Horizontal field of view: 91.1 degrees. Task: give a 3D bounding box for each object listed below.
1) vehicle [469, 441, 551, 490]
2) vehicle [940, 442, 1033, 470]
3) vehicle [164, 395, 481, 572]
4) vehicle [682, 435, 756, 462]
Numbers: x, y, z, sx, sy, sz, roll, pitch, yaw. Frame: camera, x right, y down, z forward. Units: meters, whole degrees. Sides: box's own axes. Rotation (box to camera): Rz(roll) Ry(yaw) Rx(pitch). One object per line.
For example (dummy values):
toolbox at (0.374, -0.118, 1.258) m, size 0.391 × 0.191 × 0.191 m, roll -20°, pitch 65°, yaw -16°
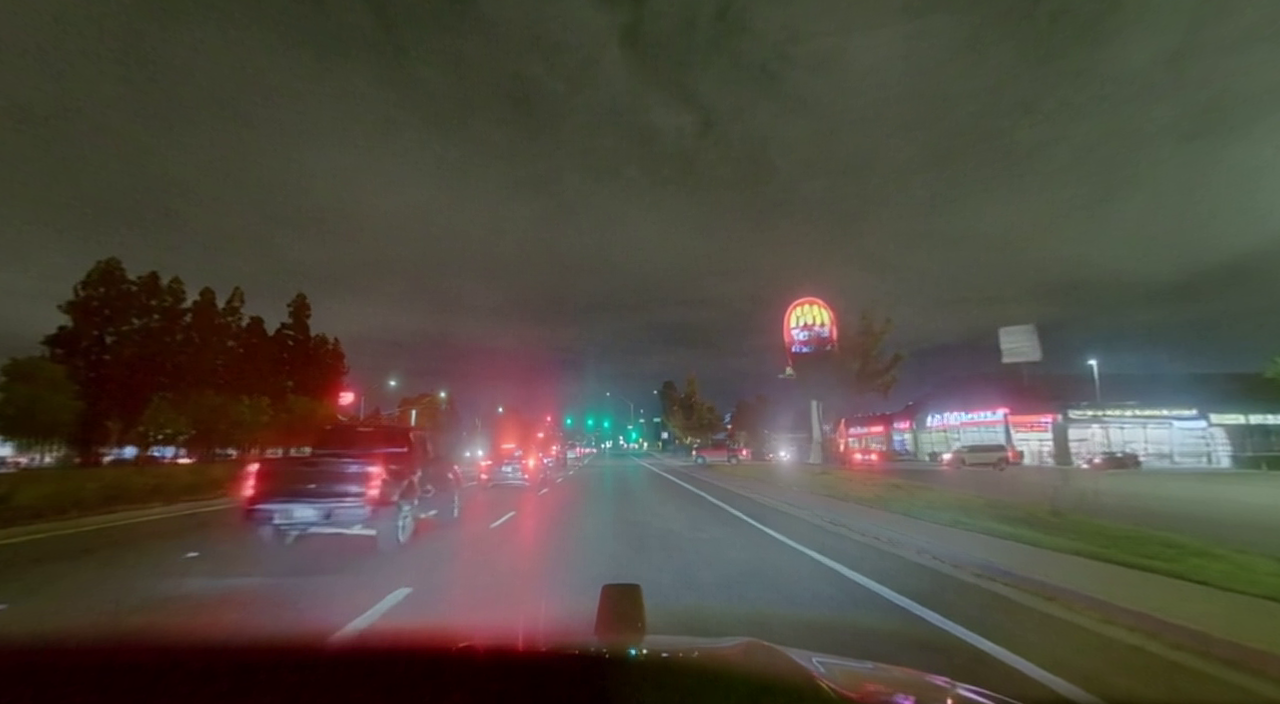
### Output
vehicle at (-4.205, 3.732, 21.051) m, size 2.113 × 1.446 × 4.309 m, roll 1°, pitch -8°, yaw -4°
vehicle at (23.775, 7.166, 43.256) m, size 5.120 × 1.817 × 2.154 m, roll -1°, pitch -9°, yaw 9°
vehicle at (-4.079, 1.796, 9.386) m, size 2.222 × 1.899 × 5.006 m, roll 0°, pitch -8°, yaw -2°
vehicle at (5.445, 6.773, 43.842) m, size 4.813 × 1.622 × 2.110 m, roll -3°, pitch -11°, yaw 2°
